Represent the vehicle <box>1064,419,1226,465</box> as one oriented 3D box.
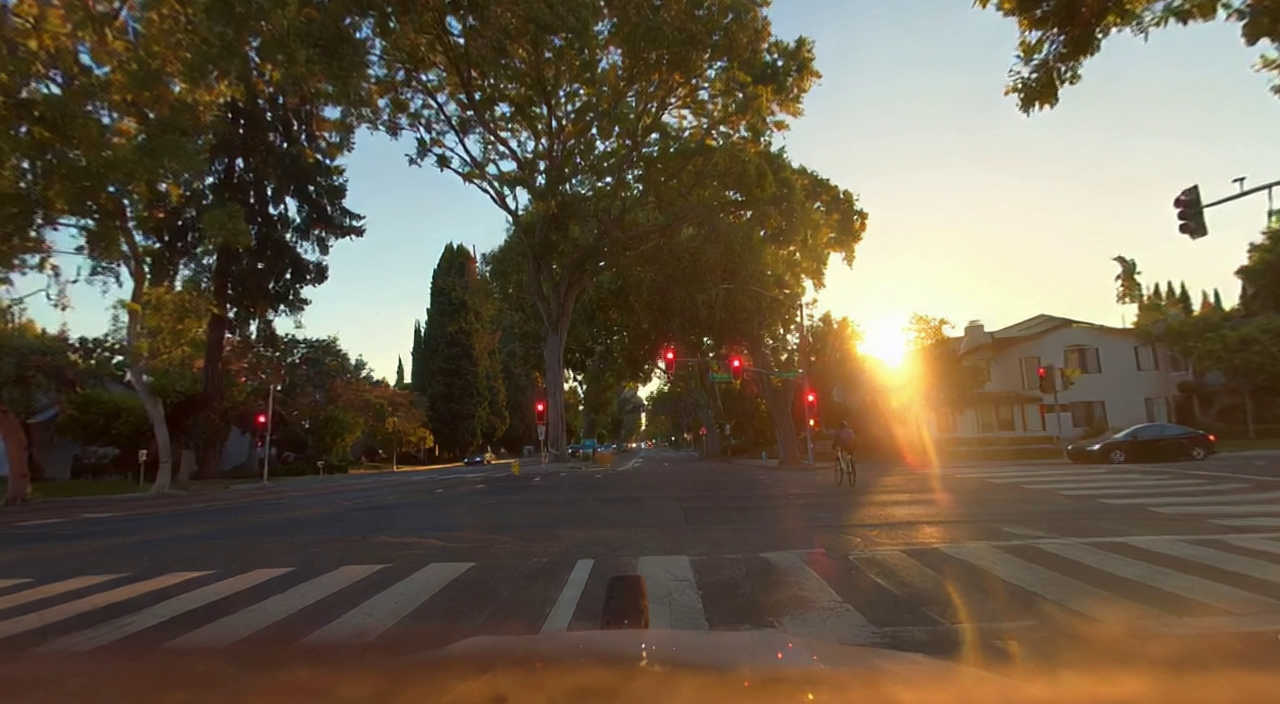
[{"bbox_3d":[17.310,3.106,21.759,3.969,1.493,1.823,0,-9,1],"label":"vehicle"}]
